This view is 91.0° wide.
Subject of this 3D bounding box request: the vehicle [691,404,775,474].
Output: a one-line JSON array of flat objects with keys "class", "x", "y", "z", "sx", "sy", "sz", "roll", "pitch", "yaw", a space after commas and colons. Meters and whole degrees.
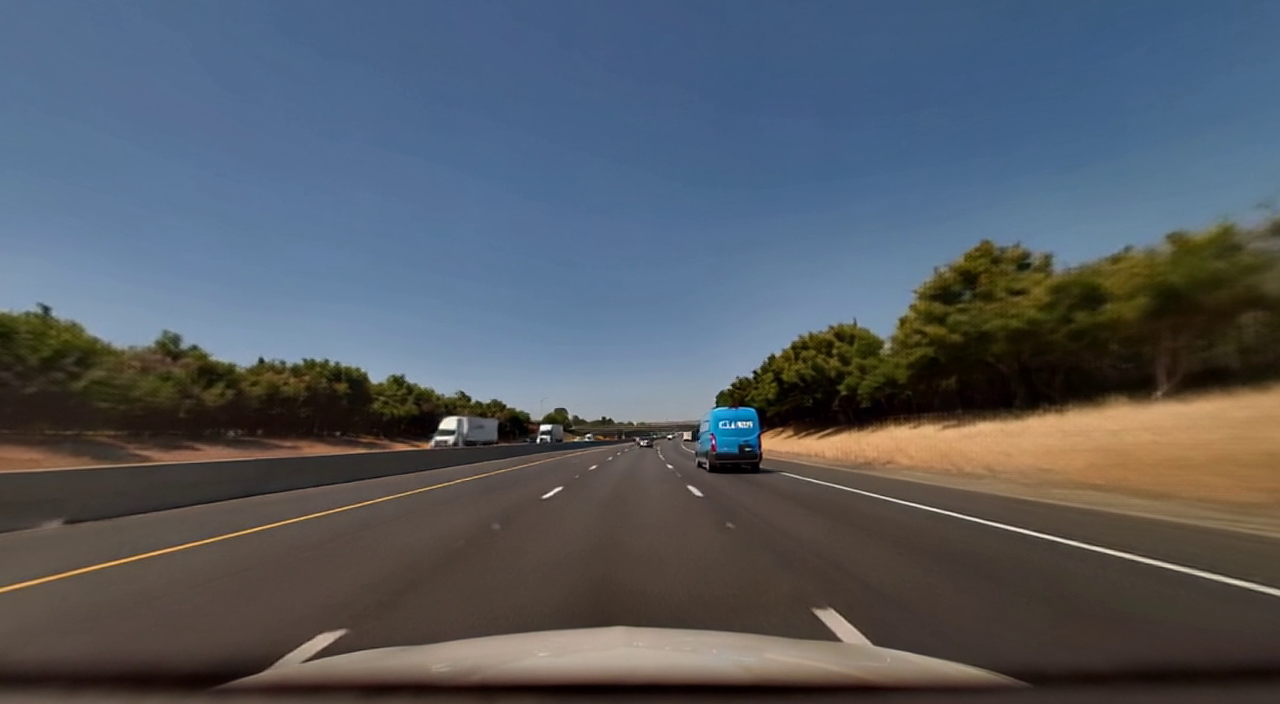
[{"class": "vehicle", "x": 3.696, "y": 3.630, "z": 26.221, "sx": 2.485, "sy": 2.562, "sz": 5.535, "roll": 0, "pitch": -8, "yaw": -2}]
